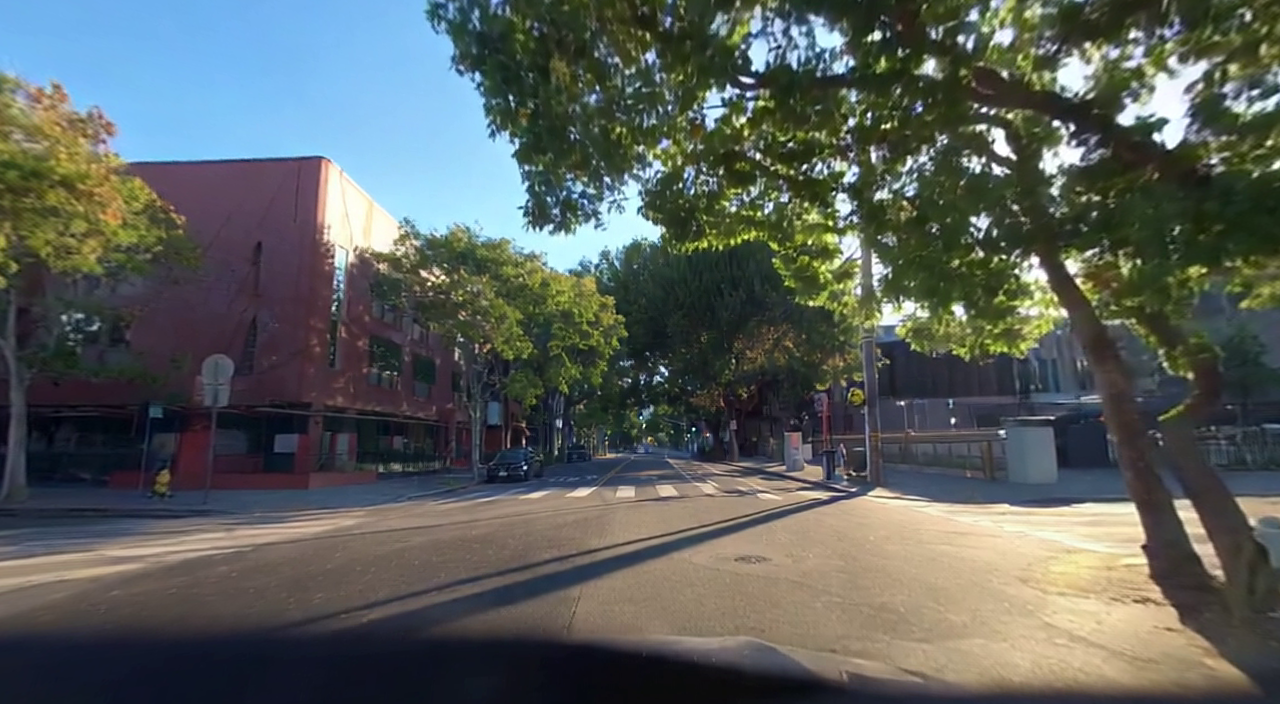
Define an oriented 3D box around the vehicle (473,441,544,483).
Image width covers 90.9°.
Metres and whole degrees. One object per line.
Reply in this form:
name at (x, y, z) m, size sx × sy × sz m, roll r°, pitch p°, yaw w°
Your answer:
vehicle at (-5.741, 4.847, 28.142) m, size 2.223 × 1.658 × 4.621 m, roll -1°, pitch -8°, yaw 0°
